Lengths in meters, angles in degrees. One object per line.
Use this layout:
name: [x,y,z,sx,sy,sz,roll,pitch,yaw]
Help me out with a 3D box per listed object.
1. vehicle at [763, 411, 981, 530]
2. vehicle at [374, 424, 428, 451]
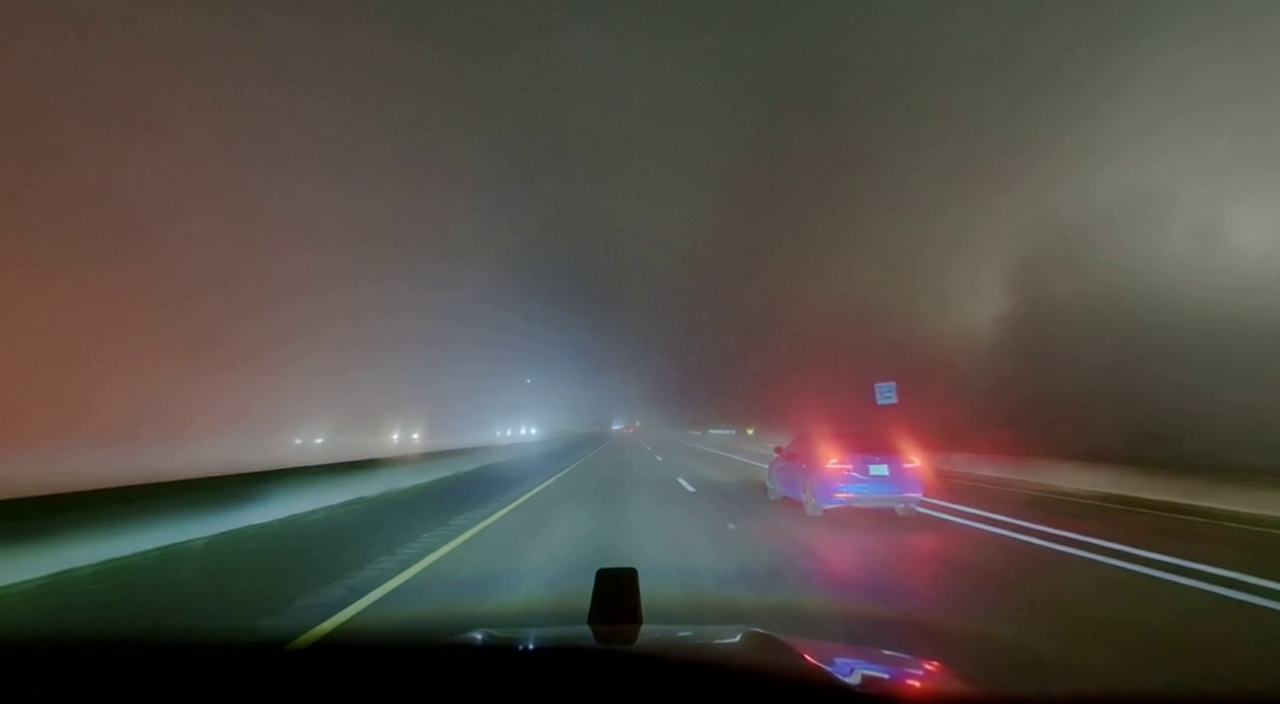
vehicle: [3.475,1.843,10.366,1.973,1.563,3.959,0,-8,-2]
vehicle: [-17.434,6.266,46.111,2.102,1.837,4.818,0,-8,-1]
